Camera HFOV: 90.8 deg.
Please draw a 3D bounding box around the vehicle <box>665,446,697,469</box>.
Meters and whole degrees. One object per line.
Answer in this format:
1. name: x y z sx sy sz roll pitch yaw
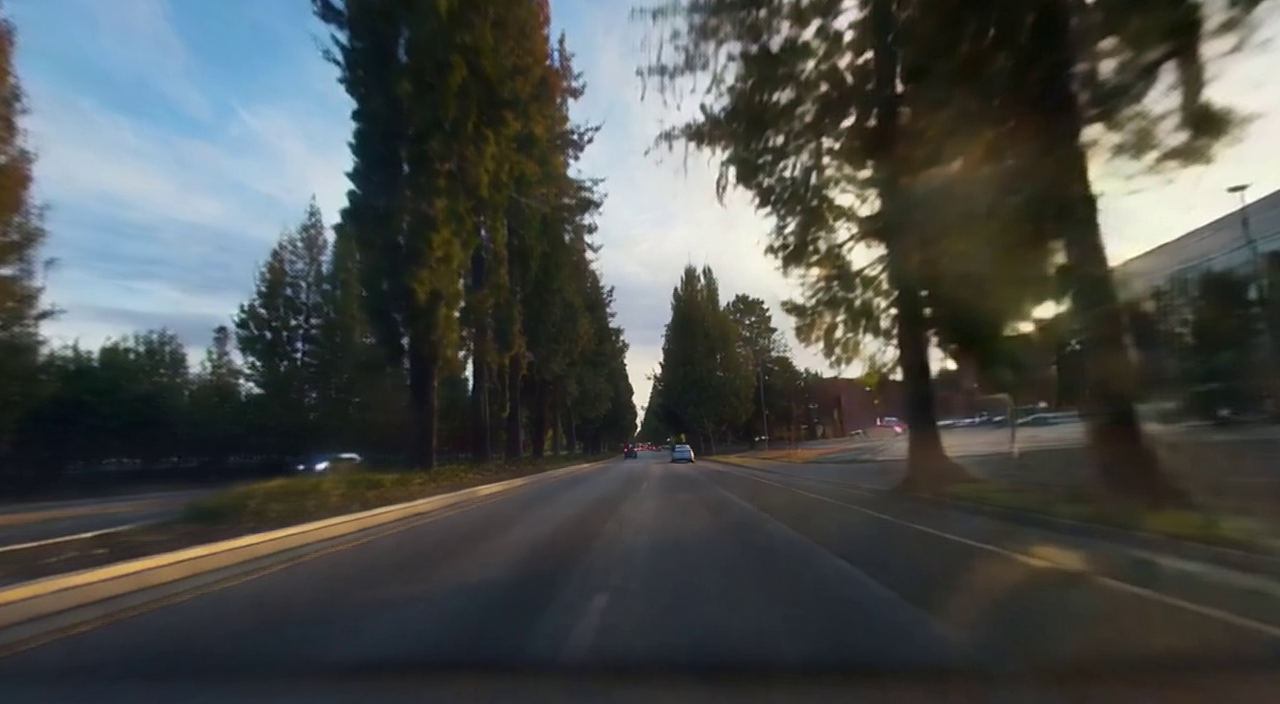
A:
1. vehicle: 2.773 7.211 43.486 1.925 1.488 4.271 0 -8 0
